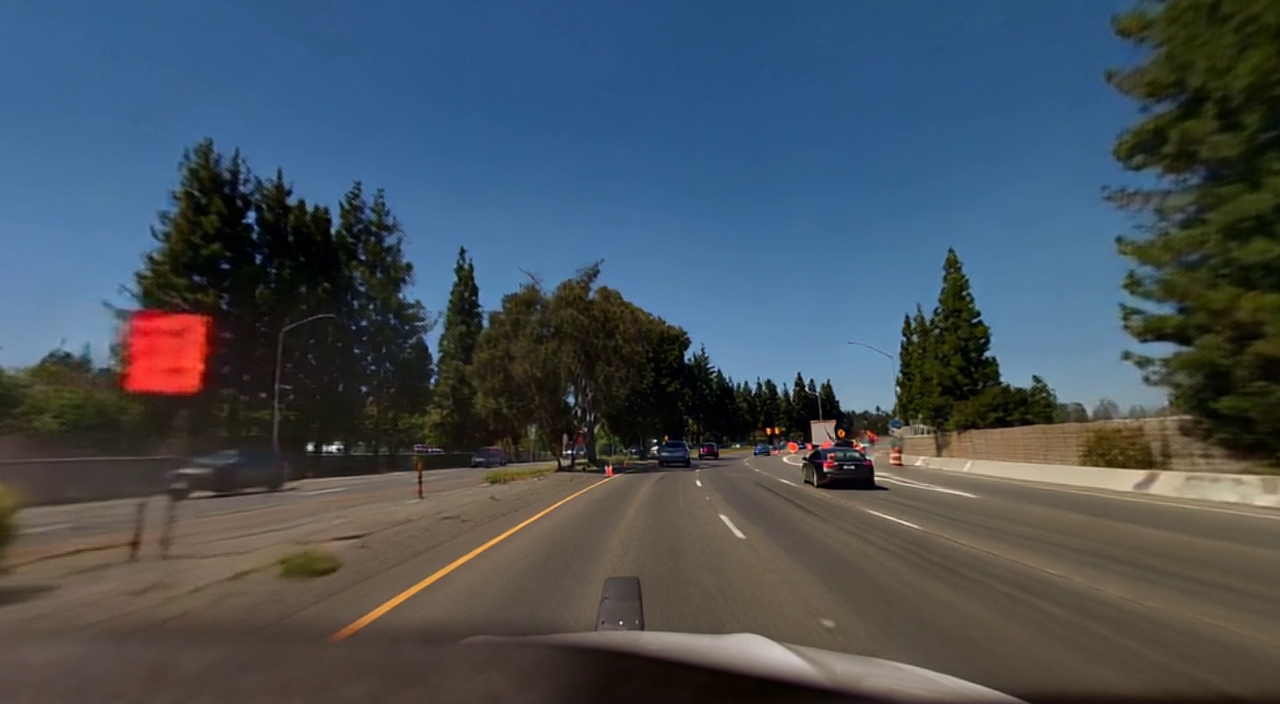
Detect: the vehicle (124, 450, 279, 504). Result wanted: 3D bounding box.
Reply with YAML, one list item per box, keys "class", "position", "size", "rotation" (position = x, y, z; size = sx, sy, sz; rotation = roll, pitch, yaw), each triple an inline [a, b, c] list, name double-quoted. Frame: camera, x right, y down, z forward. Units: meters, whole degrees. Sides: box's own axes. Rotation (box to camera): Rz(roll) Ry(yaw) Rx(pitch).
- class: "vehicle"
  position: [-14.966, 4.257, 21.965]
  size: [1.913, 1.610, 4.549]
  rotation: [-1, -8, 4]

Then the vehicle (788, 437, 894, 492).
- class: "vehicle"
  position: [5.898, 3.337, 19.115]
  size: [2.044, 1.474, 4.083]
  rotation: [0, -8, 3]

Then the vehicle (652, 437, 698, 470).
- class: "vehicle"
  position: [2.020, 5.613, 35.114]
  size: [2.201, 1.676, 4.541]
  rotation: [-1, -8, 7]

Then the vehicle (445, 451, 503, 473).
- class: "vehicle"
  position: [-11.607, 7.721, 44.643]
  size: [2.205, 1.446, 4.840]
  rotation: [-1, -9, 8]
